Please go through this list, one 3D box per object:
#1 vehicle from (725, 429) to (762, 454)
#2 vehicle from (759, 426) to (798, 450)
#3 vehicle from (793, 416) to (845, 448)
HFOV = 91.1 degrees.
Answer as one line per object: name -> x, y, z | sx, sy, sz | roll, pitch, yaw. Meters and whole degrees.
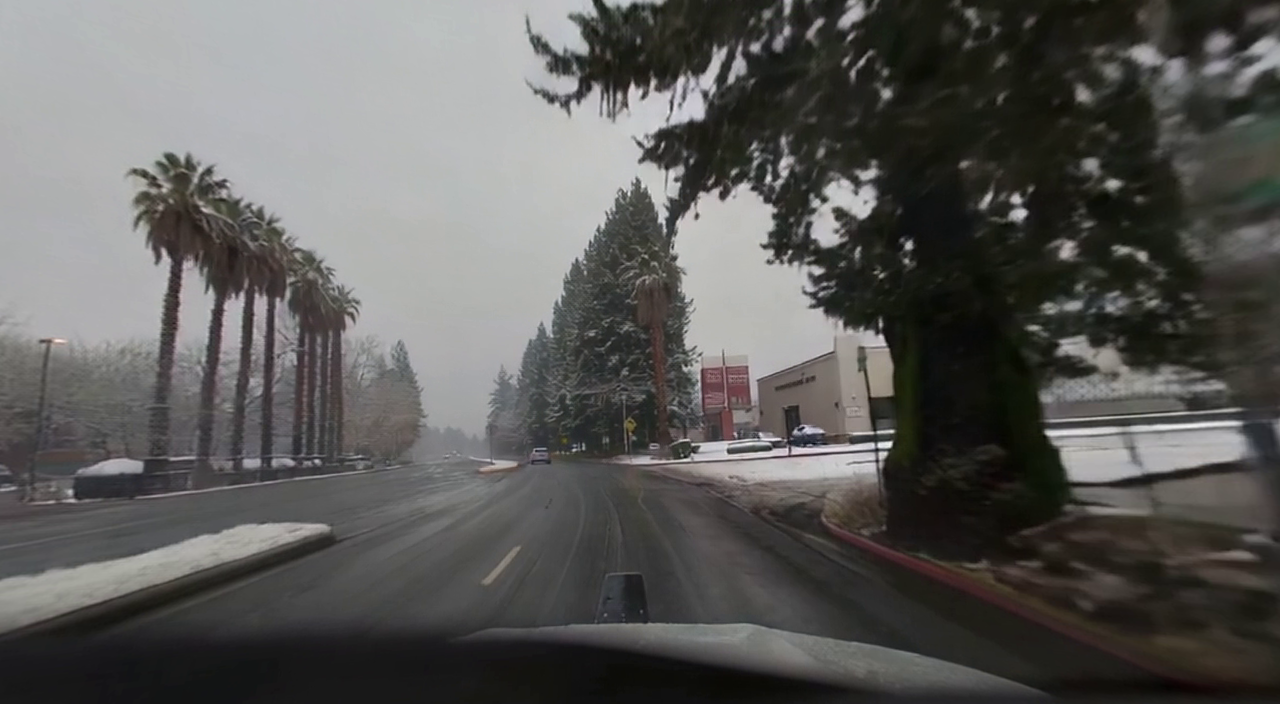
vehicle -> 7.672, 6.679, 46.812 | 2.196, 1.715, 4.918 | -1, -9, 3
vehicle -> 10.268, 6.453, 46.886 | 2.065, 1.687, 4.584 | -1, -9, 4
vehicle -> 13.247, 5.986, 46.906 | 2.237, 1.962, 5.424 | -8, -8, 1
